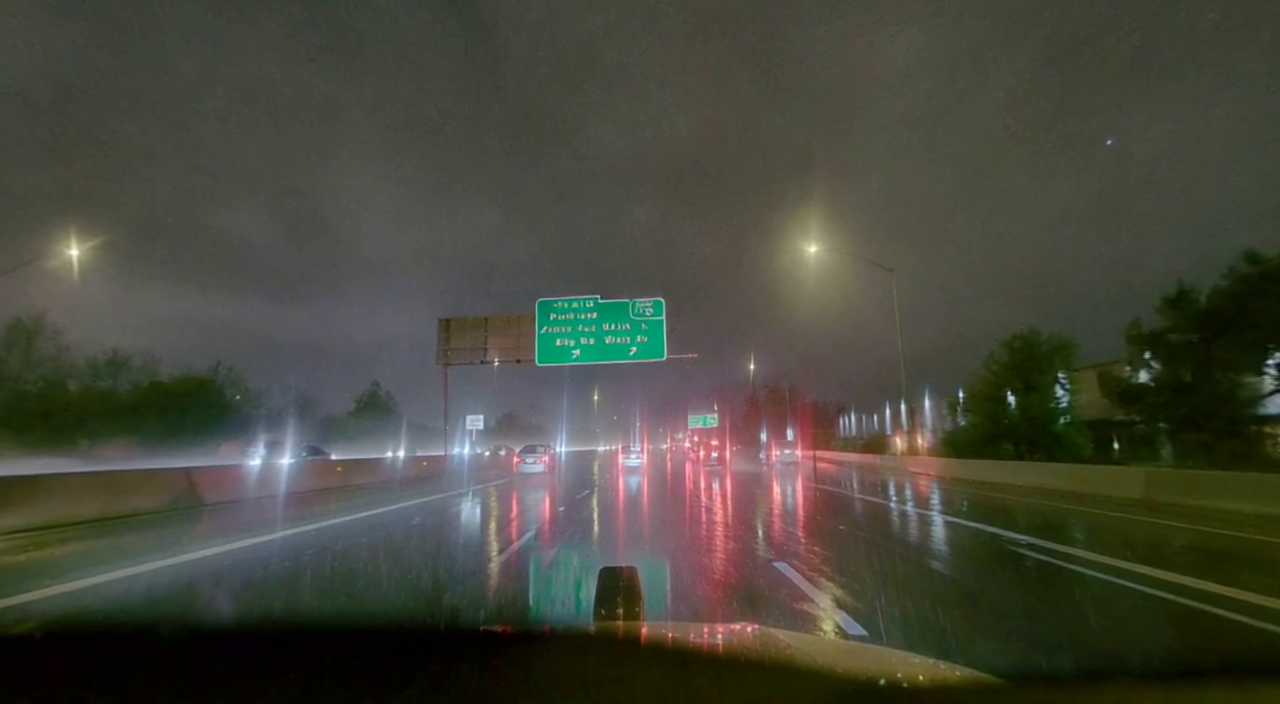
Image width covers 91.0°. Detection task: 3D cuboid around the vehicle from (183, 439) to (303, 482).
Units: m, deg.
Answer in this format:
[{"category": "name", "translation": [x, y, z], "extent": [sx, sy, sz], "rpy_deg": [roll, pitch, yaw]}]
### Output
[{"category": "vehicle", "translation": [-16.512, 4.536, 26.534], "extent": [1.948, 1.643, 4.612], "rpy_deg": [0, -9, 2]}]

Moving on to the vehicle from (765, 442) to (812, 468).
[{"category": "vehicle", "translation": [9.035, 6.291, 38.649], "extent": [1.971, 1.464, 4.357], "rpy_deg": [0, -9, 2]}]

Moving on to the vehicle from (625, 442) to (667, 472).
[{"category": "vehicle", "translation": [0.334, 5.541, 33.326], "extent": [2.071, 1.478, 4.130], "rpy_deg": [0, -9, 1]}]

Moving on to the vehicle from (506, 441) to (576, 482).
[{"category": "vehicle", "translation": [-3.918, 4.430, 25.687], "extent": [1.996, 1.488, 4.451], "rpy_deg": [0, -9, 2]}]

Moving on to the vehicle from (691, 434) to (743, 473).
[{"category": "vehicle", "translation": [3.760, 5.063, 31.505], "extent": [2.045, 1.768, 4.249], "rpy_deg": [0, -9, 0]}]
